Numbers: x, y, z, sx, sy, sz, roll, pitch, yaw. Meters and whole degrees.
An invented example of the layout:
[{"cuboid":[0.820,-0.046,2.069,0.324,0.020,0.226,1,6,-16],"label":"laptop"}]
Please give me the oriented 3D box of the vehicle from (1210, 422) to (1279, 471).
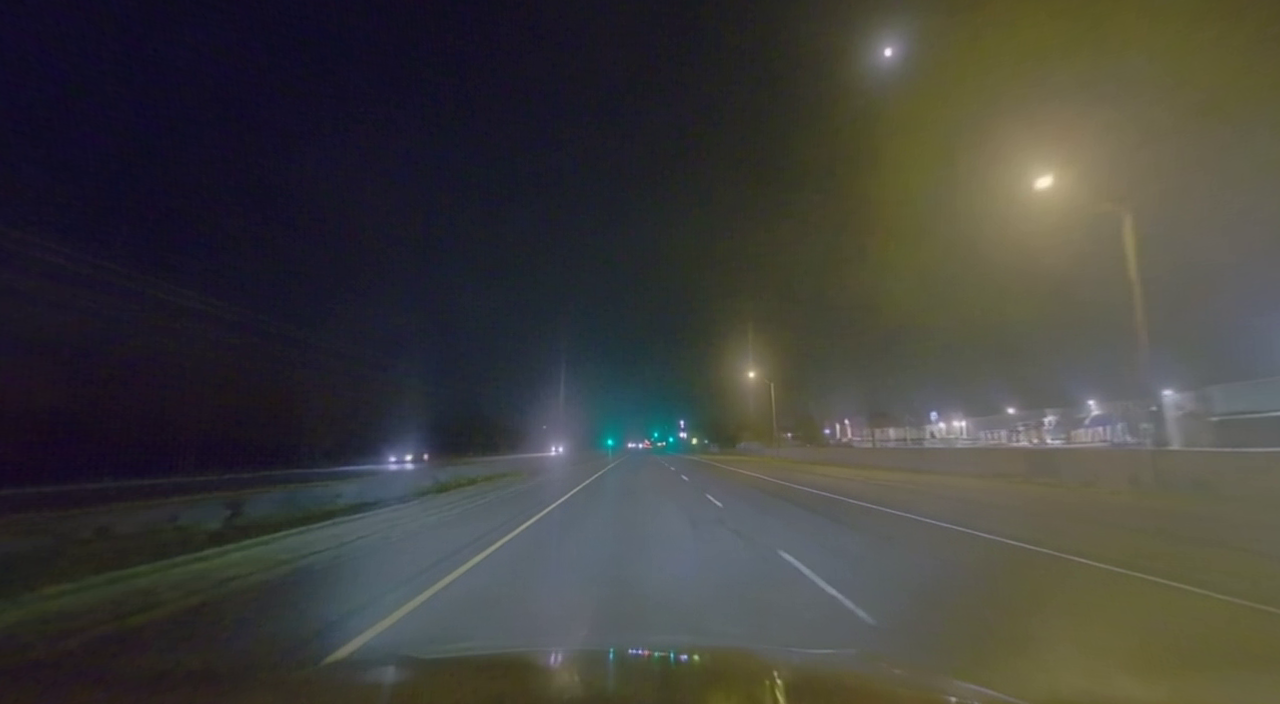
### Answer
[{"cuboid":[44.516,6.621,44.643,5.979,3.184,2.522,-1,-9,-9],"label":"vehicle"}]
